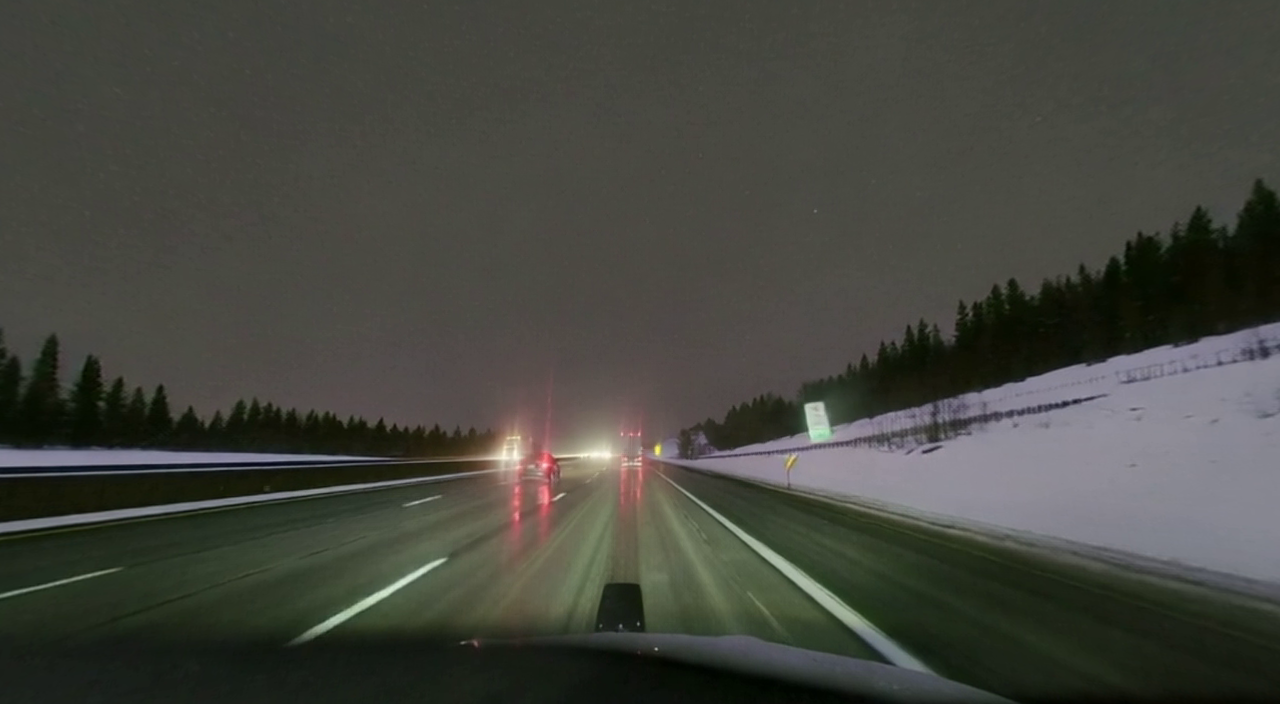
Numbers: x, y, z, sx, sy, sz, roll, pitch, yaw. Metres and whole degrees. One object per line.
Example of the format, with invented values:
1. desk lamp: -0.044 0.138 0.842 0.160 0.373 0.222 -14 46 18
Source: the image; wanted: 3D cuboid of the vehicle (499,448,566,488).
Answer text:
1. vehicle: -4.703 5.125 28.306 2.108 1.573 5.000 0 -9 0
